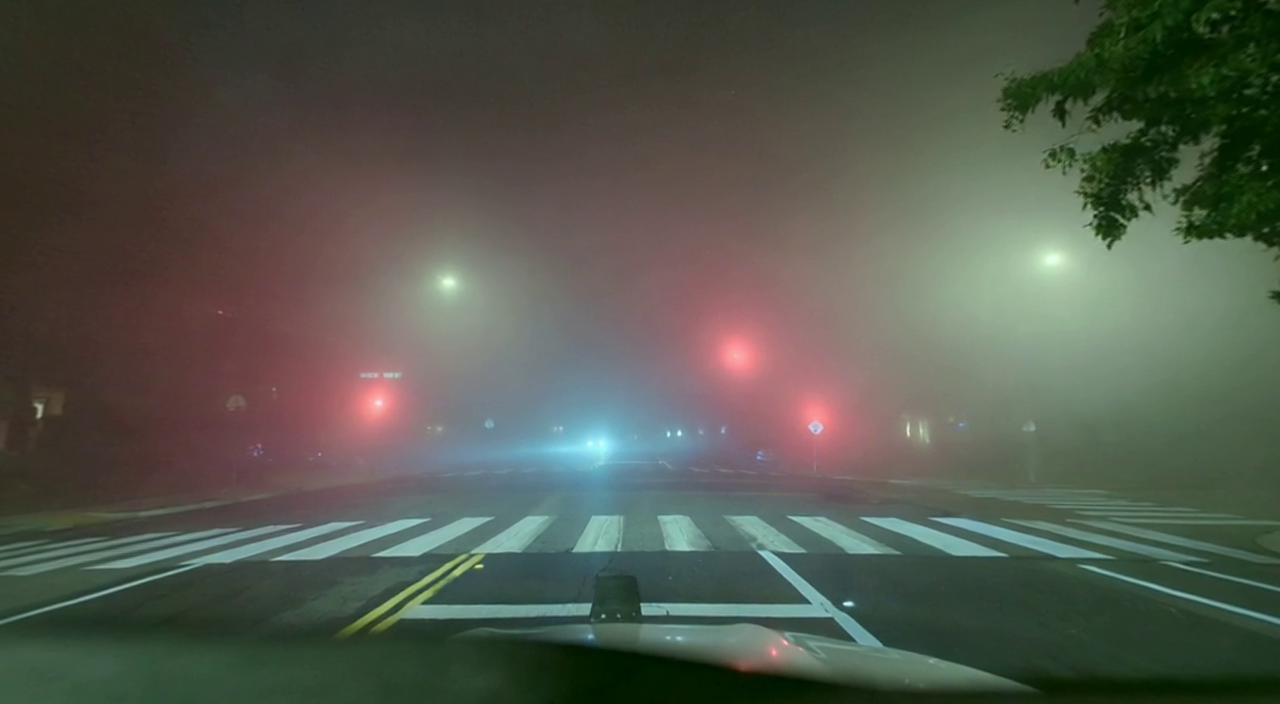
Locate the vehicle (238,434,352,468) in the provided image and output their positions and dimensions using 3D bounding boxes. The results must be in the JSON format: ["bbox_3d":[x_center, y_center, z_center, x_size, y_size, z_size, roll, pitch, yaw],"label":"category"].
[{"bbox_3d":[-17.946,5.169,33.045,4.743,1.734,1.994,0,-9,0],"label":"vehicle"}]

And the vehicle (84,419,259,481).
[{"bbox_3d":[-17.922,3.762,24.392,4.800,2.259,2.303,0,-9,-1],"label":"vehicle"}]

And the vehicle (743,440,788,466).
[{"bbox_3d":[8.005,6.498,40.792,2.029,1.554,4.705,0,-9,1],"label":"vehicle"}]
